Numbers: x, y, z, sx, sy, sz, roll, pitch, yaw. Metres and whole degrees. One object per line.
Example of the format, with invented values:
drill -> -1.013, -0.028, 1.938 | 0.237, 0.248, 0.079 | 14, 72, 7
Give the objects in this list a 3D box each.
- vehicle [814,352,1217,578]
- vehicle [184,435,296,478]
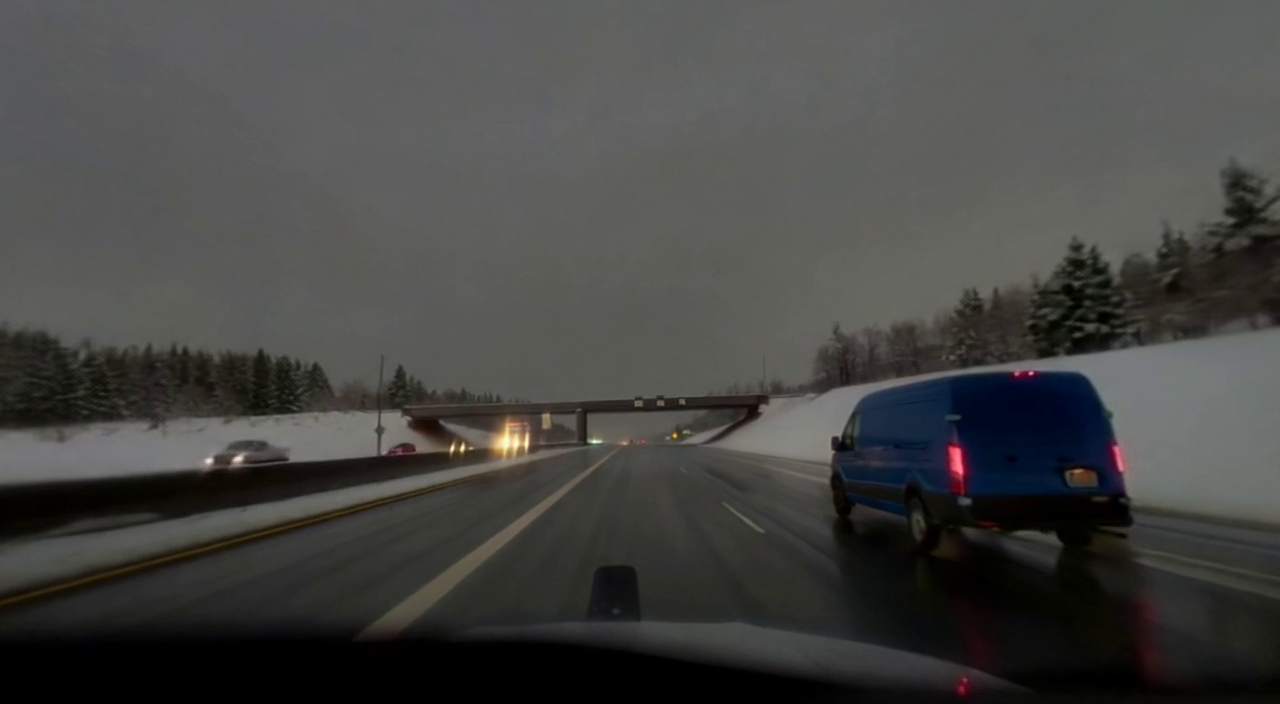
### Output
vehicle -> 4.007, 1.317, 8.011 | 2.161, 2.002, 4.631 | 0, -8, -1
vehicle -> -21.438, 5.579, 34.095 | 2.355, 2.100, 5.568 | -1, -8, 0
